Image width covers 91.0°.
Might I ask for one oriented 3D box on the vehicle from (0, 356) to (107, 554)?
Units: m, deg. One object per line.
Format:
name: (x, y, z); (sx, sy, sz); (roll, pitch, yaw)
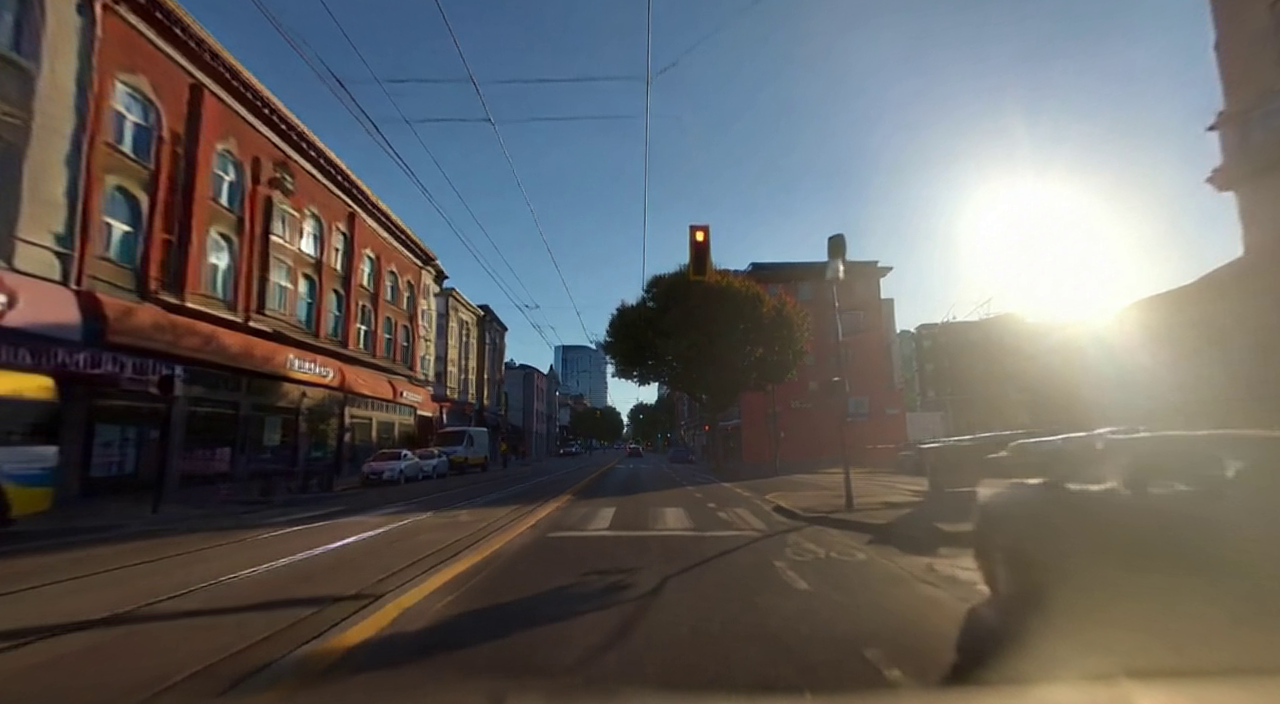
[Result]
vehicle: (-10.210, 1.200, 7.205); (2.291, 2.745, 6.492); (-1, -9, 2)

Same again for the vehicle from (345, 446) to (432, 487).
vehicle: (-9.992, 4.557, 25.375); (1.897, 1.464, 4.209); (0, -8, -2)

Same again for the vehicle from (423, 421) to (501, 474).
vehicle: (-10.387, 5.667, 37.568); (2.378, 2.765, 7.920); (0, -8, 0)

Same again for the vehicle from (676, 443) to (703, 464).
vehicle: (3.782, 7.786, 48.504); (1.819, 1.546, 3.681); (0, -8, 1)

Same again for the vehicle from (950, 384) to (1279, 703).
vehicle: (3.899, 1.117, 4.180); (1.869, 1.557, 3.501); (0, -8, 0)
